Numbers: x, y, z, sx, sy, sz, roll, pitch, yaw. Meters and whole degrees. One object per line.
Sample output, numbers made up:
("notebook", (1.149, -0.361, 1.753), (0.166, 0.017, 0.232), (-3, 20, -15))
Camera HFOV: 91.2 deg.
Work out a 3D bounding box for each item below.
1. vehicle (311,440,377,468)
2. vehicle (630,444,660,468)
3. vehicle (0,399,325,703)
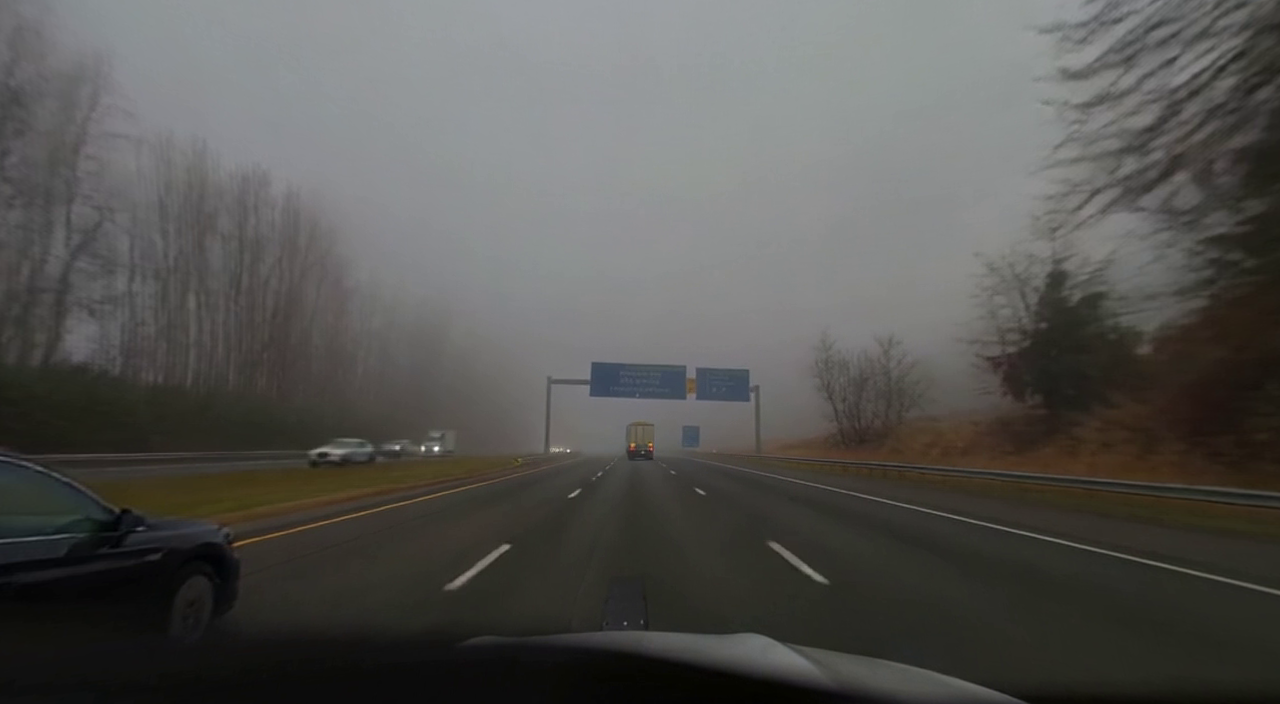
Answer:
("vehicle", (-17.323, 5.977, 36.932), (1.825, 1.494, 4.267), (0, -8, 0))
("vehicle", (0.318, 6.801, 41.335), (1.859, 1.478, 3.799), (0, -8, 0))
("vehicle", (-3.481, 0.962, 2.569), (2.012, 1.500, 4.452), (0, -8, 1))
